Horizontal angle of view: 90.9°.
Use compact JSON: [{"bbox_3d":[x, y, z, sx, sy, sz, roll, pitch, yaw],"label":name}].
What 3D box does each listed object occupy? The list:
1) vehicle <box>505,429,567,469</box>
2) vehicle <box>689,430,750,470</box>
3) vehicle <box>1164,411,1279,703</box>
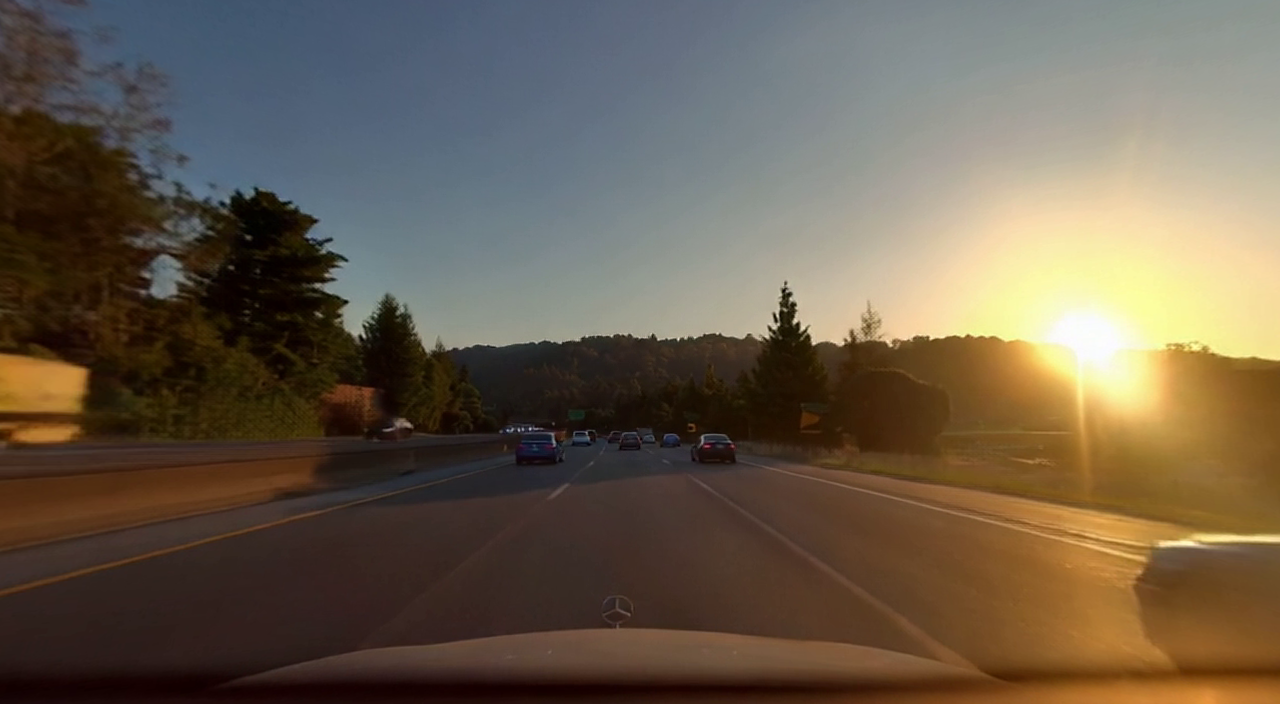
[{"bbox_3d":[-4.224,3.992,26.292,1.941,1.529,4.111,0,-8,-1],"label":"vehicle"},{"bbox_3d":[3.267,4.099,26.560,1.883,1.536,3.792,1,-8,-3],"label":"vehicle"},{"bbox_3d":[3.970,0.844,1.548,1.986,1.488,3.867,0,-8,-1],"label":"vehicle"}]
